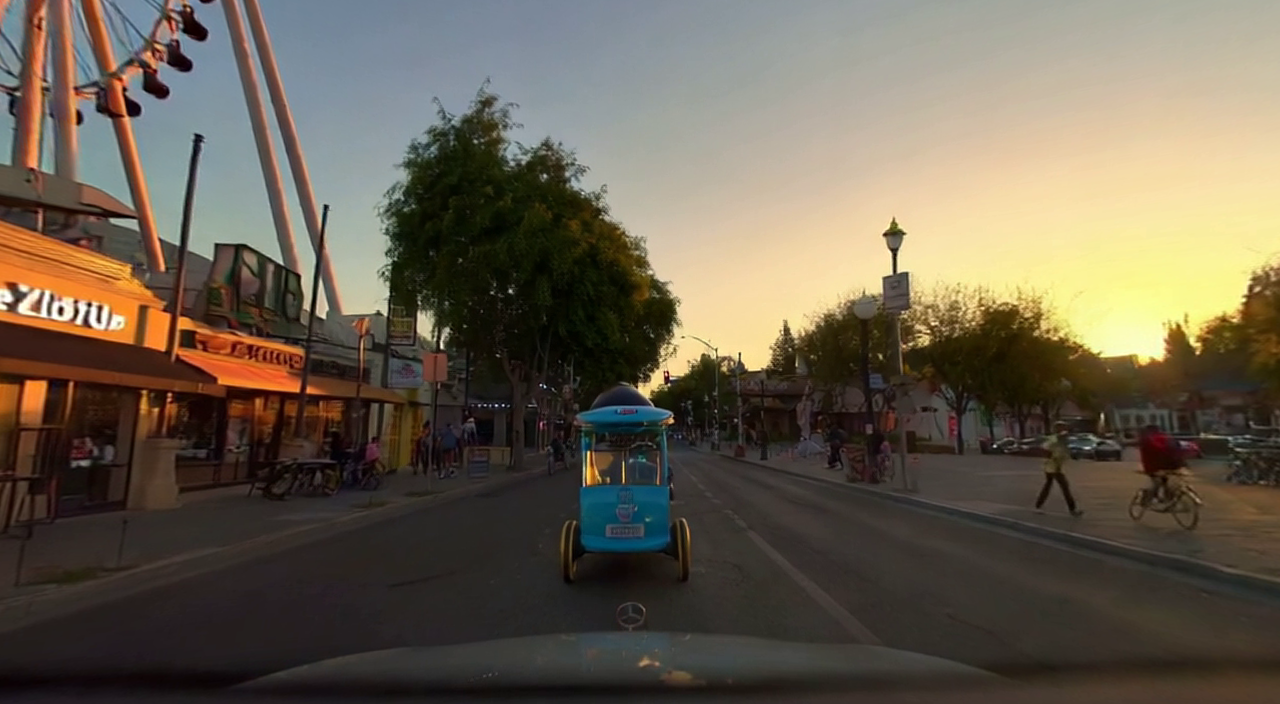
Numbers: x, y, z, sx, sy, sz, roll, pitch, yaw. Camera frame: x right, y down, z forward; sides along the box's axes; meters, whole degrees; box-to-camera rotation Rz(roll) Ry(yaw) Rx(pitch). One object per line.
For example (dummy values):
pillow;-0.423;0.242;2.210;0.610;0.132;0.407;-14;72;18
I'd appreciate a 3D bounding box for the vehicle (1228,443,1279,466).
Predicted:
vehicle;41.783;6.722;41.359;4.120;1.445;1.893;-2;-9;10

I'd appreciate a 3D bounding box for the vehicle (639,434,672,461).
vehicle;1.115;6.736;44.246;2.221;1.773;4.228;-1;-9;2
